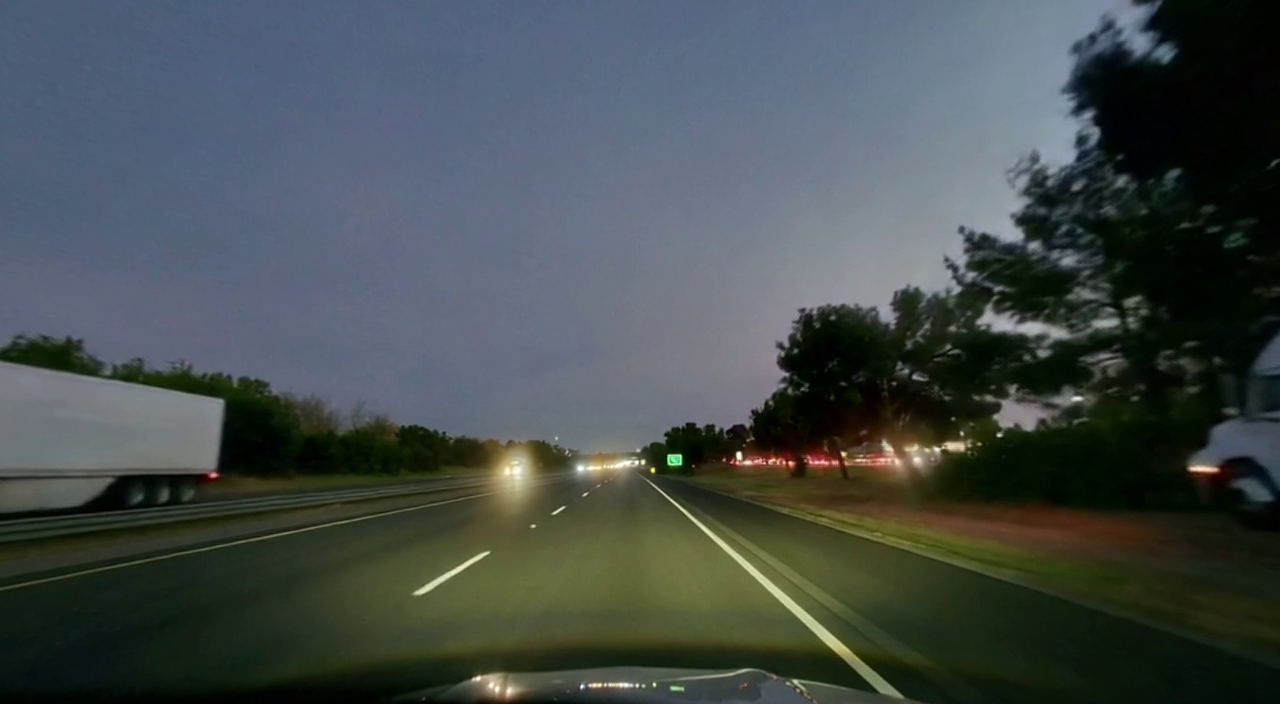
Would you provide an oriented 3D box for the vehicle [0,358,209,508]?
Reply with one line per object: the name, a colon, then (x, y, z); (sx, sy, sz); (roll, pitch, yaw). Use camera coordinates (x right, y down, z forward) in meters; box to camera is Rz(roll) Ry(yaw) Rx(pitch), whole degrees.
vehicle: (-18.110, 2.301, 17.548); (2.803, 3.838, 13.453); (1, -10, -1)
